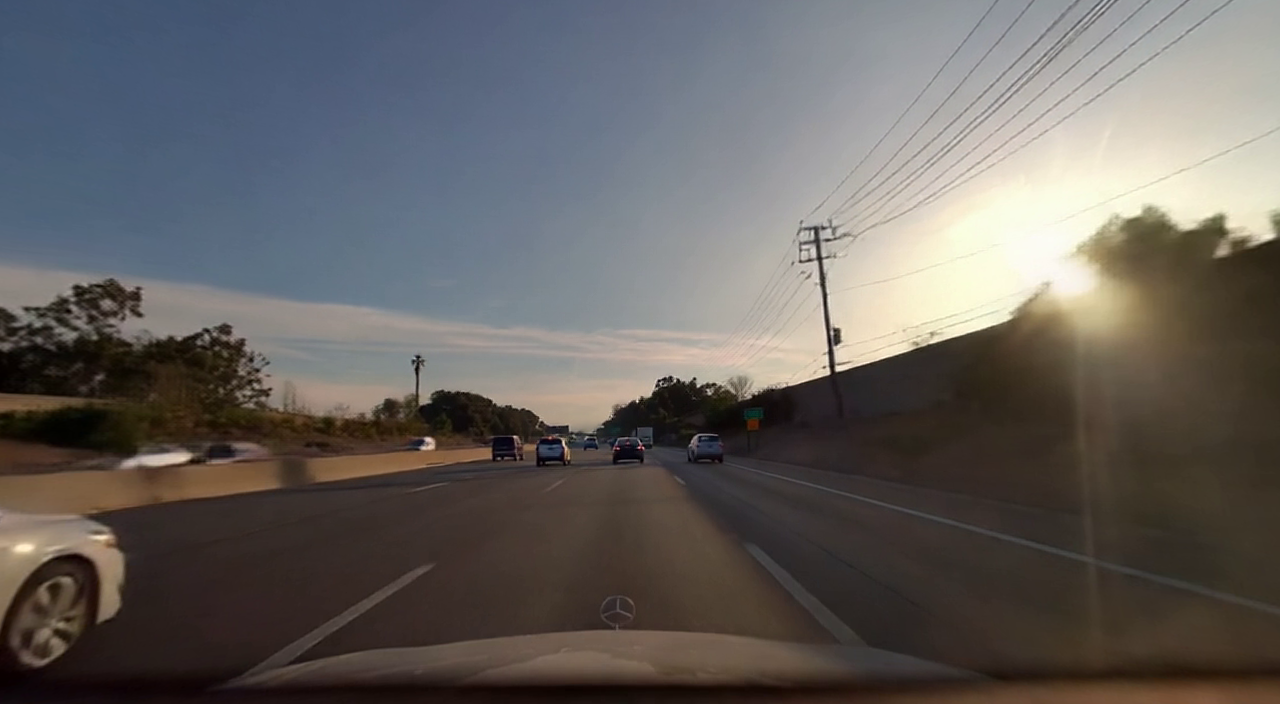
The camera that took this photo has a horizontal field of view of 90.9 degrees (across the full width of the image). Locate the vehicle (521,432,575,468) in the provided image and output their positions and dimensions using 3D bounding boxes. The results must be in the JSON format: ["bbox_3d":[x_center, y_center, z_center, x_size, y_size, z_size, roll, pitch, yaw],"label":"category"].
[{"bbox_3d":[-4.377,4.694,30.524,1.901,1.601,4.610,0,-8,0],"label":"vehicle"}]

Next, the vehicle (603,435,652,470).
[{"bbox_3d":[-0.565,4.544,28.742,2.086,1.488,3.440,0,-8,-2],"label":"vehicle"}]

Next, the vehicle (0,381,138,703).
[{"bbox_3d":[-4.173,0.777,1.835,2.004,1.607,4.161,0,-8,-1],"label":"vehicle"}]

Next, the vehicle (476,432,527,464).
[{"bbox_3d":[-7.764,5.408,35.775,1.980,1.678,4.255,0,-8,-1],"label":"vehicle"}]

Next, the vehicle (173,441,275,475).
[{"bbox_3d":[-19.543,4.979,29.895,1.806,1.407,4.562,0,-8,-1],"label":"vehicle"}]

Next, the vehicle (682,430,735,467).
[{"bbox_3d":[3.287,4.756,31.296,1.950,1.695,4.446,1,-8,-2],"label":"vehicle"}]
